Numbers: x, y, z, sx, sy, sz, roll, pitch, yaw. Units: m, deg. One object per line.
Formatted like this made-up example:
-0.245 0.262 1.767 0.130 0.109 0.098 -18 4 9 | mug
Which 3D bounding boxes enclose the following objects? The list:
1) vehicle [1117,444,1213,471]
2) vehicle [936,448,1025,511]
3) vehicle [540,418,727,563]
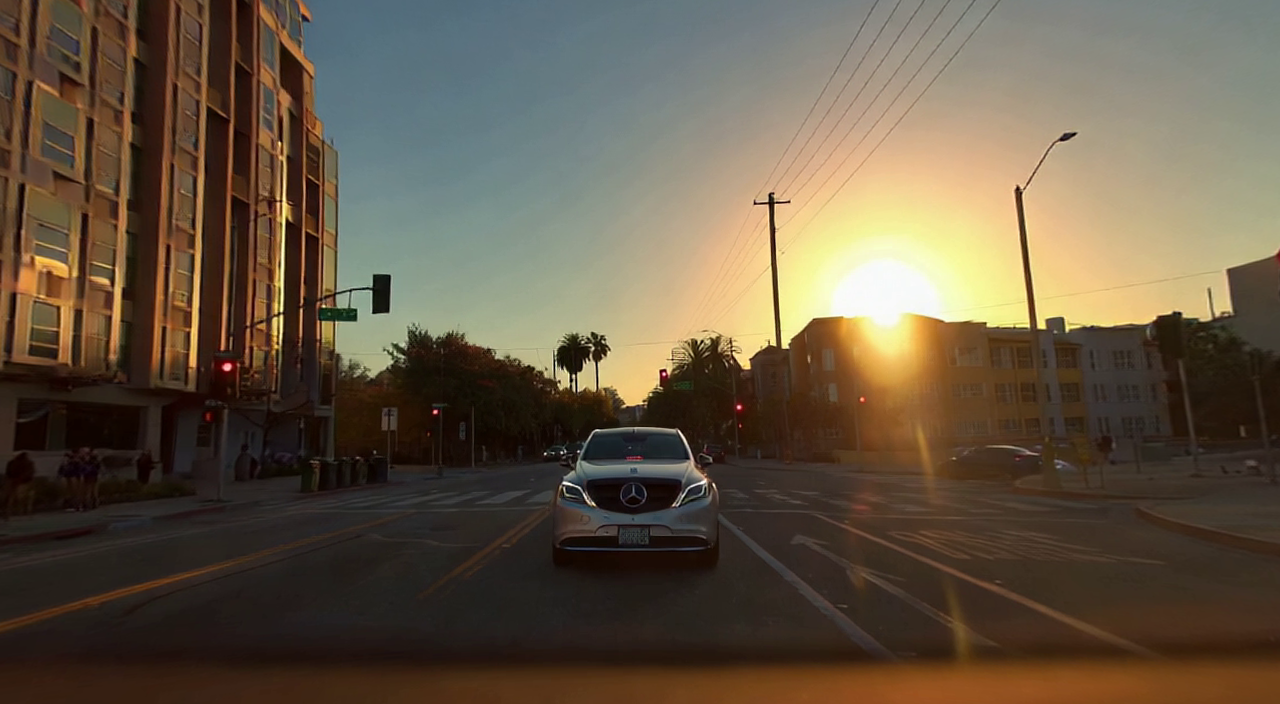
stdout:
32.179 6.455 38.763 4.234 1.613 1.812 0 -8 -1 | vehicle
10.018 3.674 18.759 2.004 1.593 4.118 -4 -9 26 | vehicle
-0.083 1.873 9.227 2.144 1.643 3.770 0 -8 0 | vehicle
